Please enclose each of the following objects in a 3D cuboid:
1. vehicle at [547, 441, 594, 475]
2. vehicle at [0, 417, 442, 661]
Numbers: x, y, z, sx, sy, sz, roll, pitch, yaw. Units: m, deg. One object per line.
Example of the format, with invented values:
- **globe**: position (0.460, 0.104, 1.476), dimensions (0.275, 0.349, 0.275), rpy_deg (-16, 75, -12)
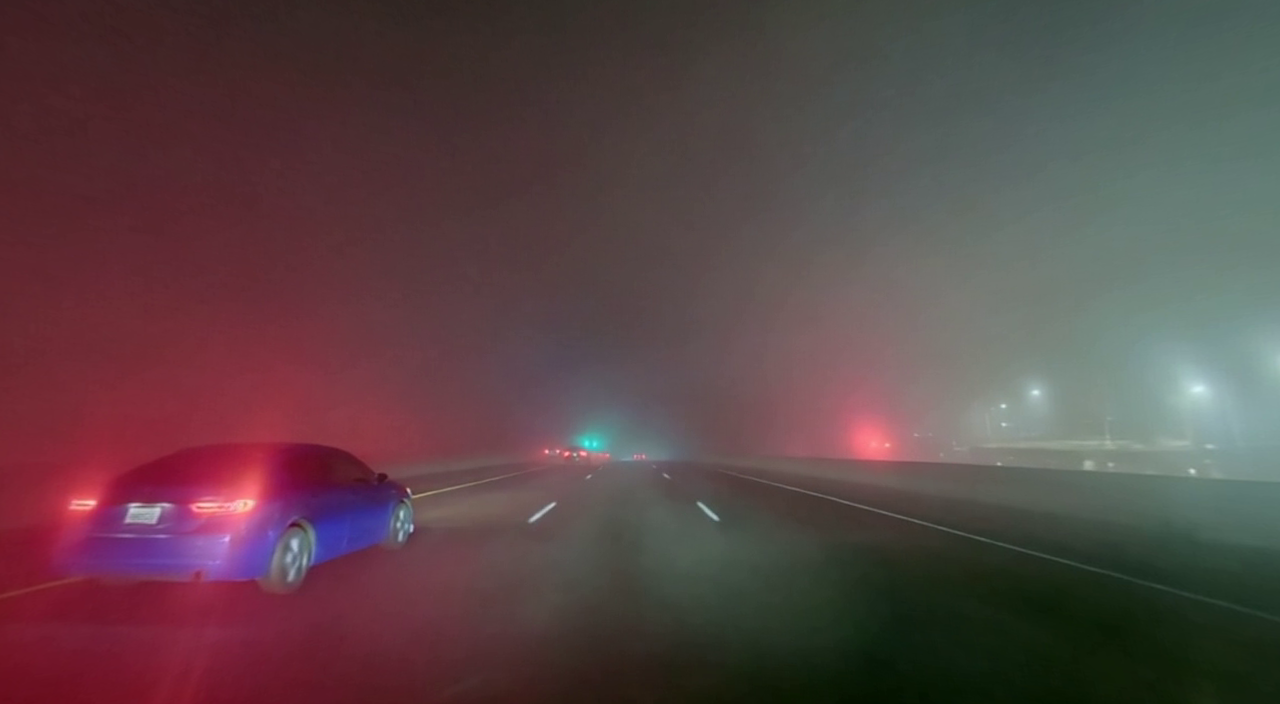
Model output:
- **vehicle**: position (-3.653, 5.666, 33.938), dimensions (2.075, 1.702, 4.257), rpy_deg (0, -9, 0)
- **vehicle**: position (-3.724, 1.482, 6.163), dimensions (2.114, 1.480, 4.473), rpy_deg (0, -9, 0)
